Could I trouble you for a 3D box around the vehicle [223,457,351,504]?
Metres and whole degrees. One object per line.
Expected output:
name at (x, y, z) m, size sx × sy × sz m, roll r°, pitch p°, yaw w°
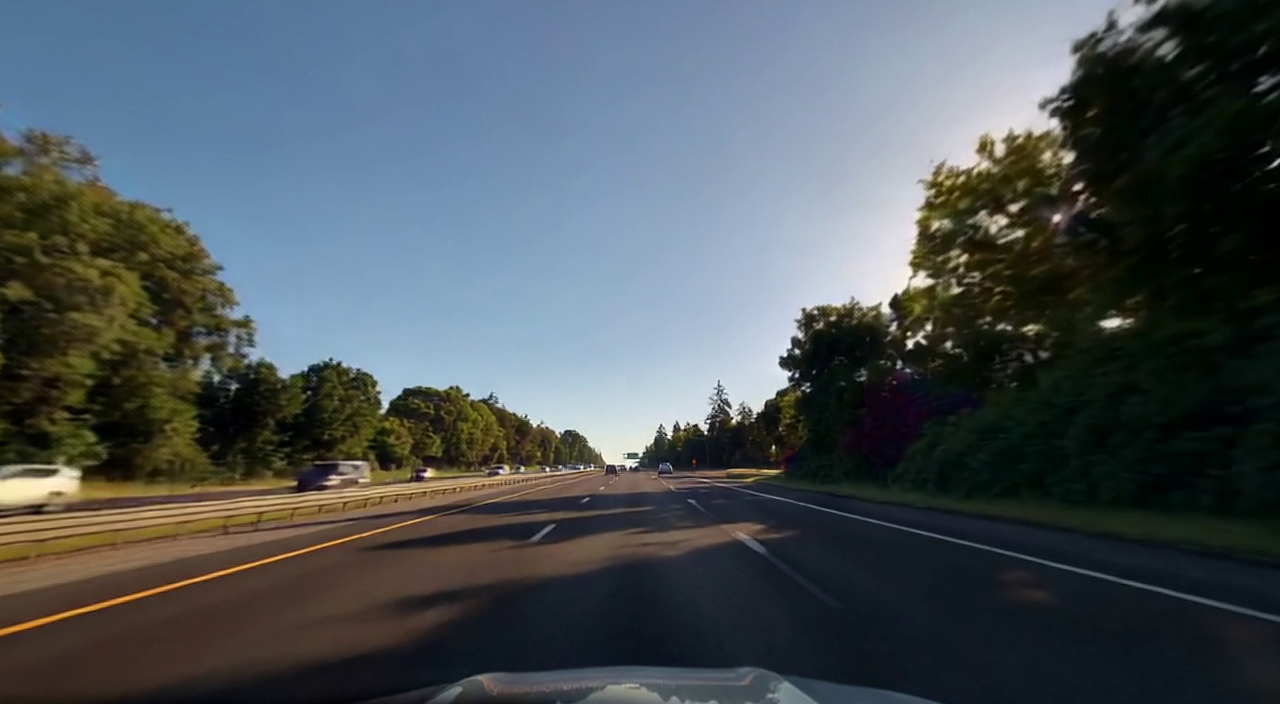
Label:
vehicle at (-12.441, 4.570, 22.518) m, size 1.993 × 1.464 × 4.416 m, roll 1°, pitch -10°, yaw 0°
